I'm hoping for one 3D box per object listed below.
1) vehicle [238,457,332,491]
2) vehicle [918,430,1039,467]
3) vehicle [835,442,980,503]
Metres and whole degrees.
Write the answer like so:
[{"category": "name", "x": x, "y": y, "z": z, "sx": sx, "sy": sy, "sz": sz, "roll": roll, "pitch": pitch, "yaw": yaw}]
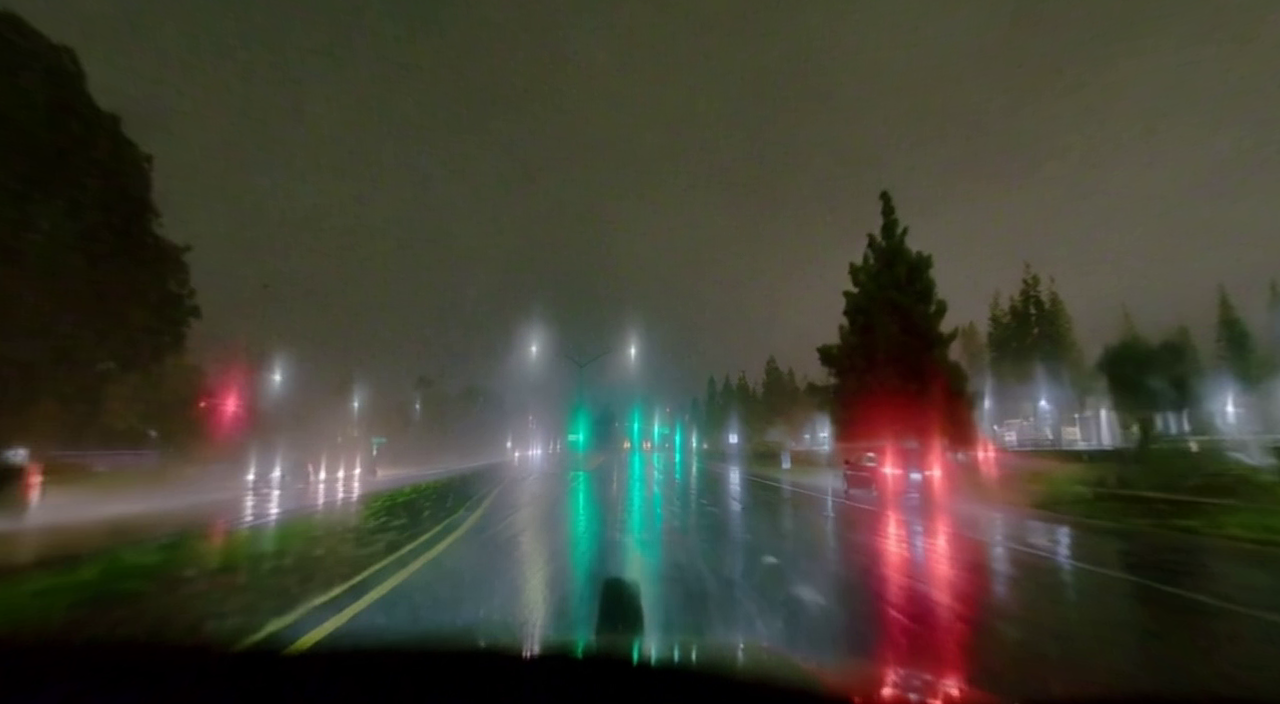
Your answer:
[{"category": "vehicle", "x": -17.796, "y": 6.119, "z": 31.985, "sx": 1.961, "sy": 1.437, "sz": 4.867, "roll": 0, "pitch": -8, "yaw": 0}, {"category": "vehicle", "x": 16.601, "y": 4.758, "z": 31.180, "sx": 4.807, "sy": 1.768, "sz": 1.947, "roll": -1, "pitch": -8, "yaw": 2}, {"category": "vehicle", "x": 7.193, "y": 3.257, "z": 17.615, "sx": 1.961, "sy": 1.465, "sz": 4.468, "roll": 0, "pitch": -8, "yaw": -2}]
